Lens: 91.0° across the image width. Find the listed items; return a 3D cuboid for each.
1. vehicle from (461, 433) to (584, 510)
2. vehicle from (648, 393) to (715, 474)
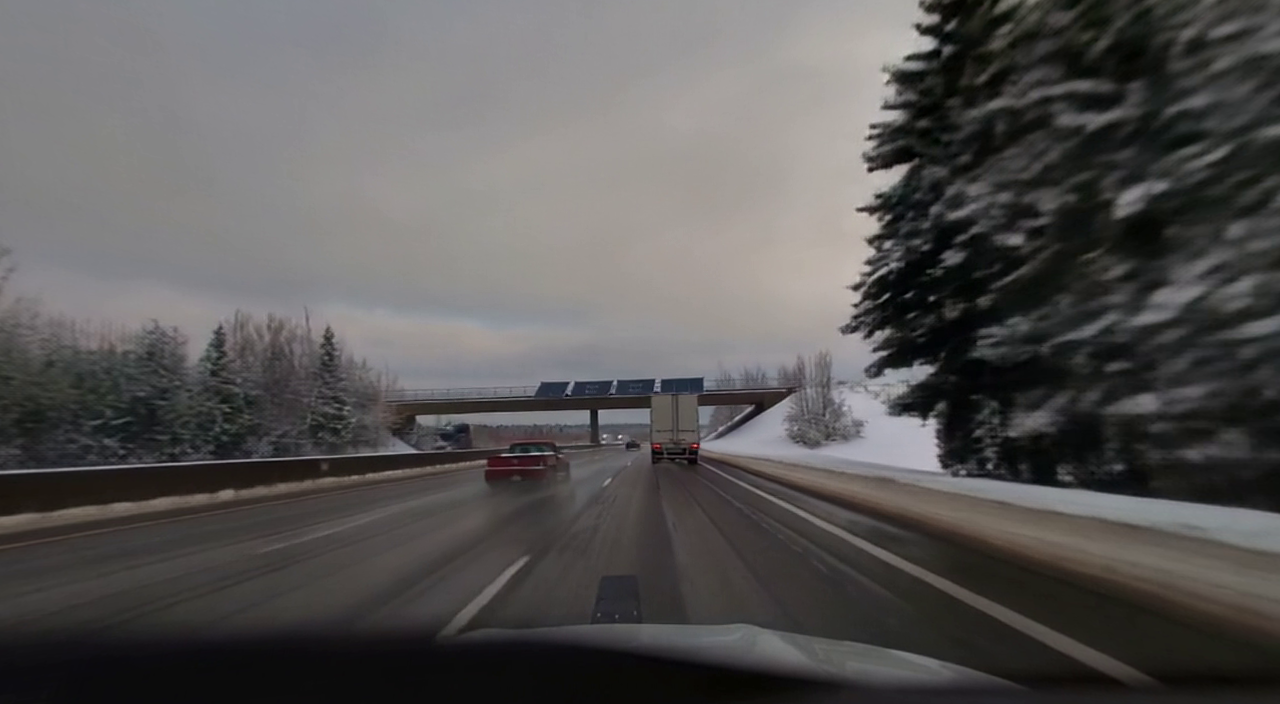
[{"bbox_3d":[-2.651,2.826,15.358,2.066,1.581,4.268,-1,-8,2],"label":"vehicle"},{"bbox_3d":[2.050,4.387,33.526,2.967,3.633,10.015,-1,-8,2],"label":"vehicle"}]
